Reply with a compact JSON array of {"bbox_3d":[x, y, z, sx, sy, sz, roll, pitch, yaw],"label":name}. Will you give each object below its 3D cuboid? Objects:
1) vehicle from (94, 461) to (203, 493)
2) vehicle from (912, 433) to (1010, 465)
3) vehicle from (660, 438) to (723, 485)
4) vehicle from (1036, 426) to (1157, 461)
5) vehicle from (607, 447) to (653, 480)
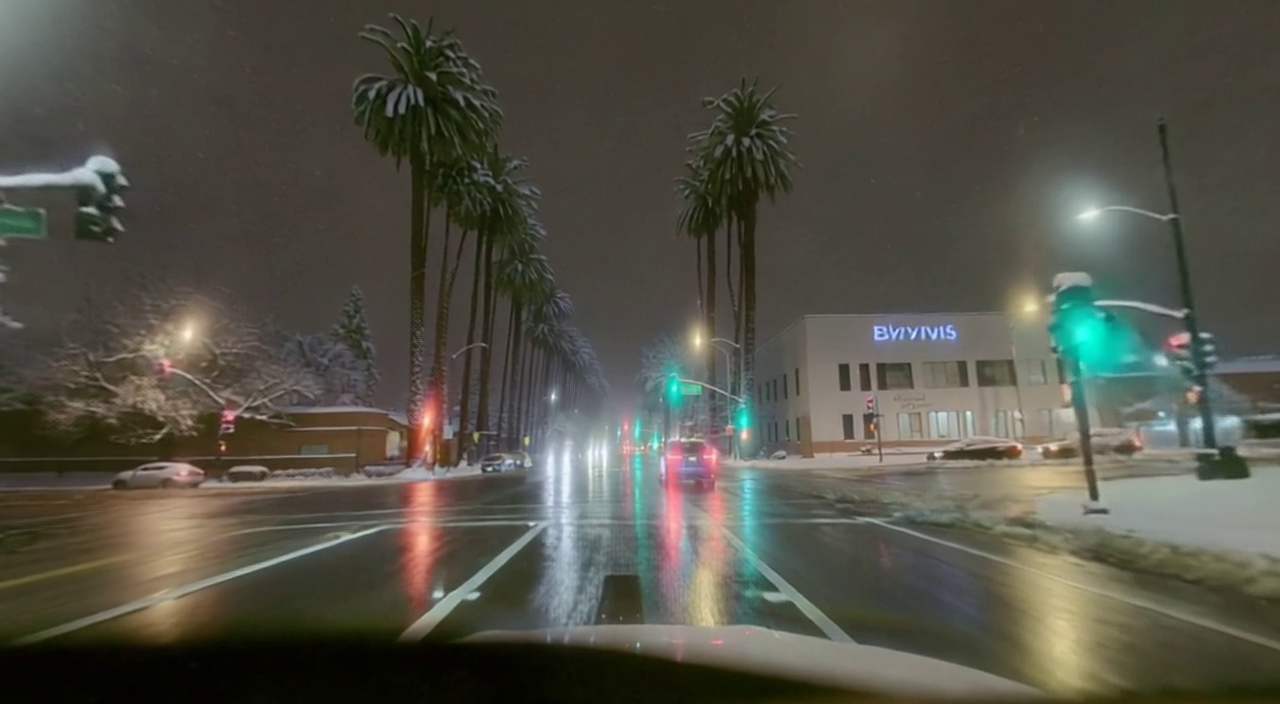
[{"bbox_3d":[-28.801,7.316,37.158,4.570,1.741,2.107,0,-8,-2],"label":"vehicle"},{"bbox_3d":[17.603,5.338,34.784,4.277,1.665,2.006,0,-9,-2],"label":"vehicle"},{"bbox_3d":[1.983,4.384,25.668,2.003,1.702,4.288,0,-8,-3],"label":"vehicle"},{"bbox_3d":[25.466,5.124,35.378,5.130,1.875,2.118,0,-9,-1],"label":"vehicle"},{"bbox_3d":[-0.537,5.384,30.848,2.088,1.452,3.993,0,-8,-2],"label":"vehicle"}]
